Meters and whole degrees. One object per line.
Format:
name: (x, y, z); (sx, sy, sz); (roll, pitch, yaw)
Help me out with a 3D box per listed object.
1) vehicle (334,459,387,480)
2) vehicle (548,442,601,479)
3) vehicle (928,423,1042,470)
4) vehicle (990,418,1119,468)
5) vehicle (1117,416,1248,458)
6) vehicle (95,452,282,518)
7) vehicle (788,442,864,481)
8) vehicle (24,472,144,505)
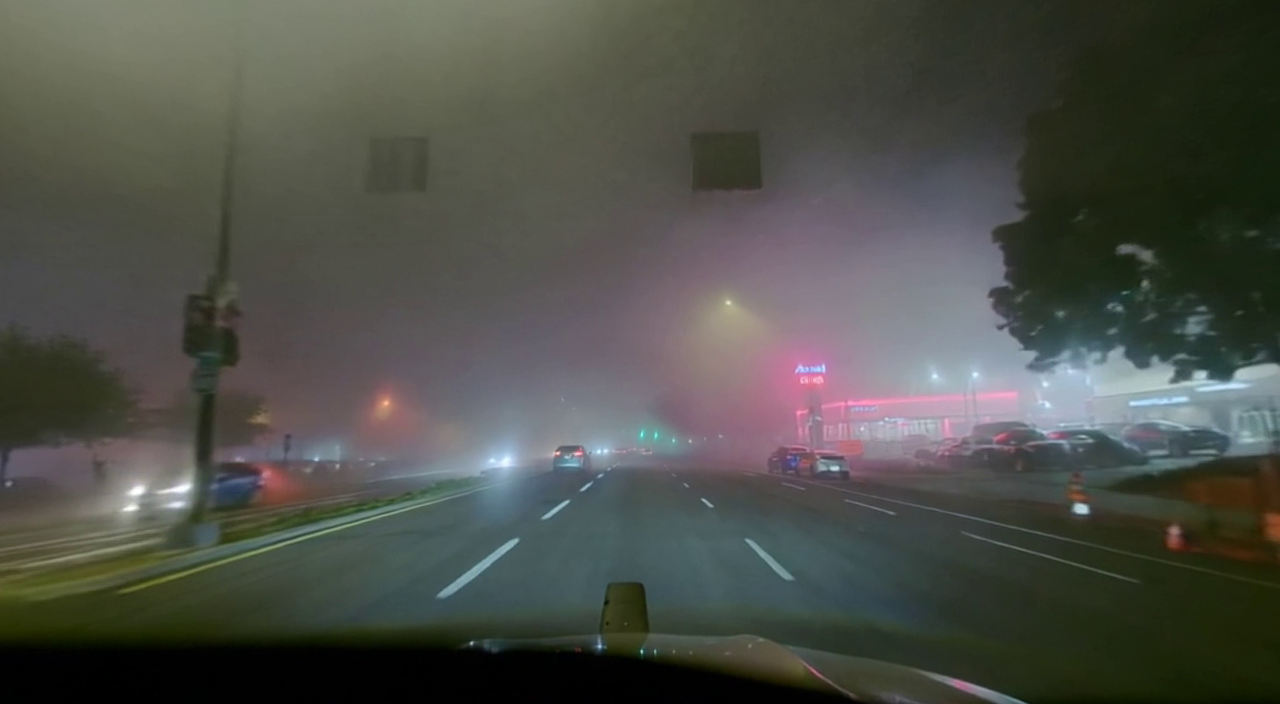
vehicle: (-21.852, 9.205, 49.516); (1.955, 1.447, 4.911); (-1, -8, 0)
vehicle: (-2.772, 4.712, 27.646); (1.926, 1.442, 4.231); (0, -8, 0)
vehicle: (13.531, 3.753, 25.091); (1.916, 1.683, 4.516); (0, -8, -1)
vehicle: (16.076, 3.577, 24.794); (1.984, 1.774, 4.406); (0, -8, -1)
vehicle: (25.814, 4.110, 30.271); (2.043, 1.803, 4.774); (0, -8, 0)
vehicle: (-12.079, 3.548, 17.323); (1.917, 1.495, 4.309); (0, -8, 1)
vehicle: (7.436, 4.388, 25.664); (1.799, 1.399, 4.317); (-1, -8, 0)
vehicle: (-30.304, 7.395, 34.465); (4.708, 1.457, 1.821); (8, -12, -43)
